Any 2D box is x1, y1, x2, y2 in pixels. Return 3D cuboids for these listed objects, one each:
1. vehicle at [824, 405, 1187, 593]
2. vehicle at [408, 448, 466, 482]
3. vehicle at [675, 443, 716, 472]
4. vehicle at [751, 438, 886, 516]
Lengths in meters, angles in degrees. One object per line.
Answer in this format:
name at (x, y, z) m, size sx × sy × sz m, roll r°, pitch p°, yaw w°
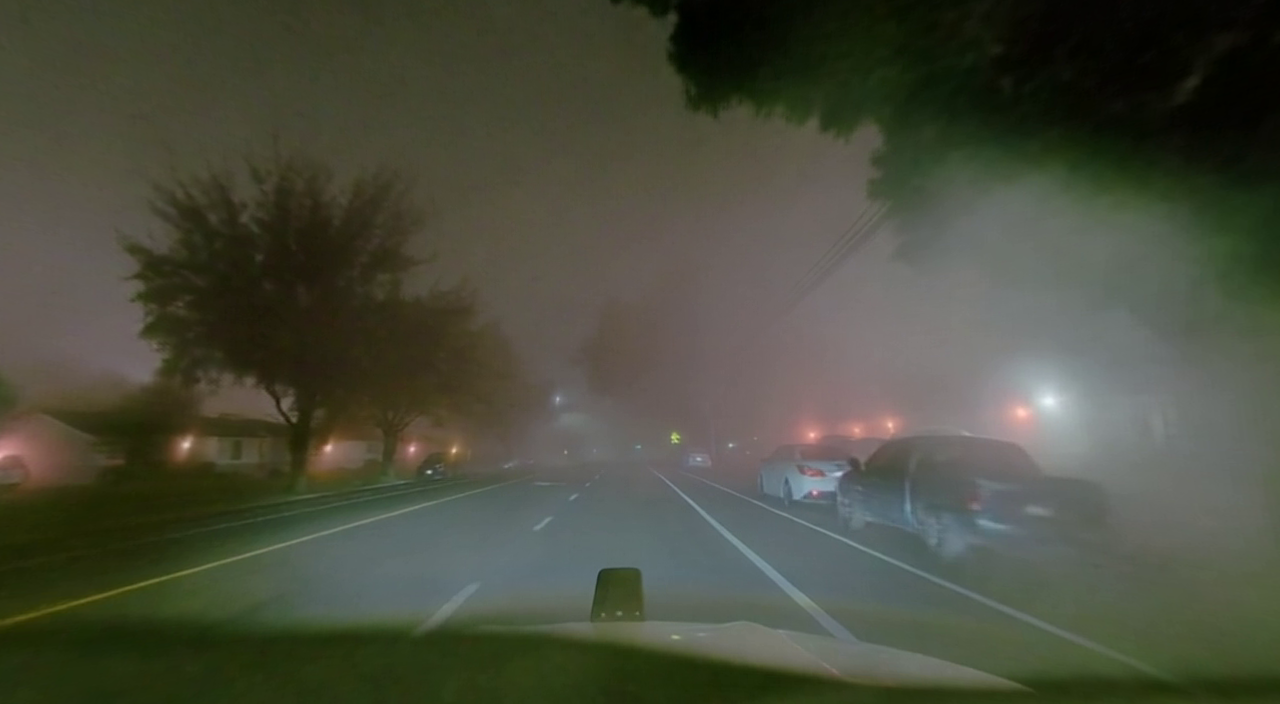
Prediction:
vehicle at (4.066, 1.691, 8.165) m, size 1.915 × 1.715 × 4.451 m, roll 0°, pitch -8°, yaw -1°
vehicle at (-11.571, 6.429, 36.289) m, size 2.091 × 1.717 × 4.392 m, roll 0°, pitch -8°, yaw -3°
vehicle at (3.378, 6.502, 39.312) m, size 2.007 × 1.657 × 4.362 m, roll 0°, pitch -8°, yaw -2°
vehicle at (3.940, 2.808, 14.774) m, size 1.901 × 1.521 × 4.204 m, roll -1°, pitch -8°, yaw 0°
